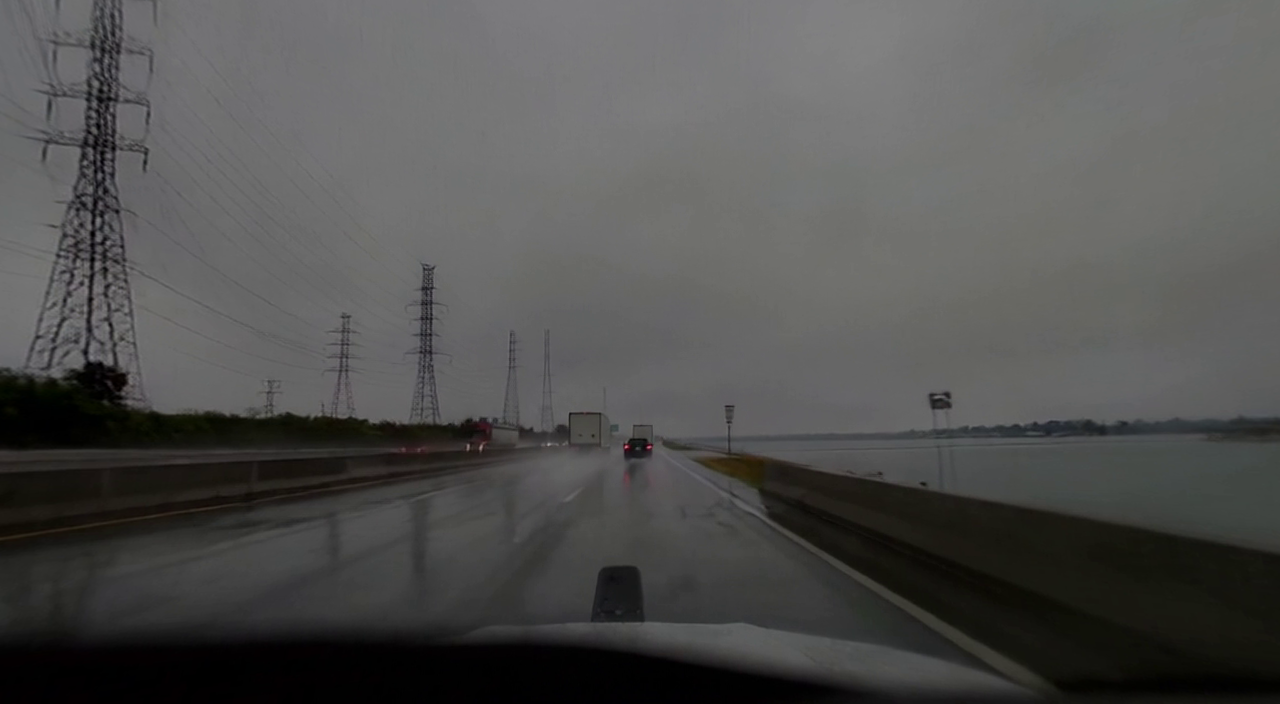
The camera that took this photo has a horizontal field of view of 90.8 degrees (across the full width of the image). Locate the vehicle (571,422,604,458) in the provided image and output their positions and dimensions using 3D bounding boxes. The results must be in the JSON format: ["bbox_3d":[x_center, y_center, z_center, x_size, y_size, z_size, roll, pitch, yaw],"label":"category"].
[{"bbox_3d":[-3.785,6.351,45.754,2.178,2.522,2.054,0,-8,1],"label":"vehicle"}]

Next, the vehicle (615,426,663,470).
[{"bbox_3d":[-0.039,5.106,33.590,2.358,2.144,4.713,0,-8,0],"label":"vehicle"}]
